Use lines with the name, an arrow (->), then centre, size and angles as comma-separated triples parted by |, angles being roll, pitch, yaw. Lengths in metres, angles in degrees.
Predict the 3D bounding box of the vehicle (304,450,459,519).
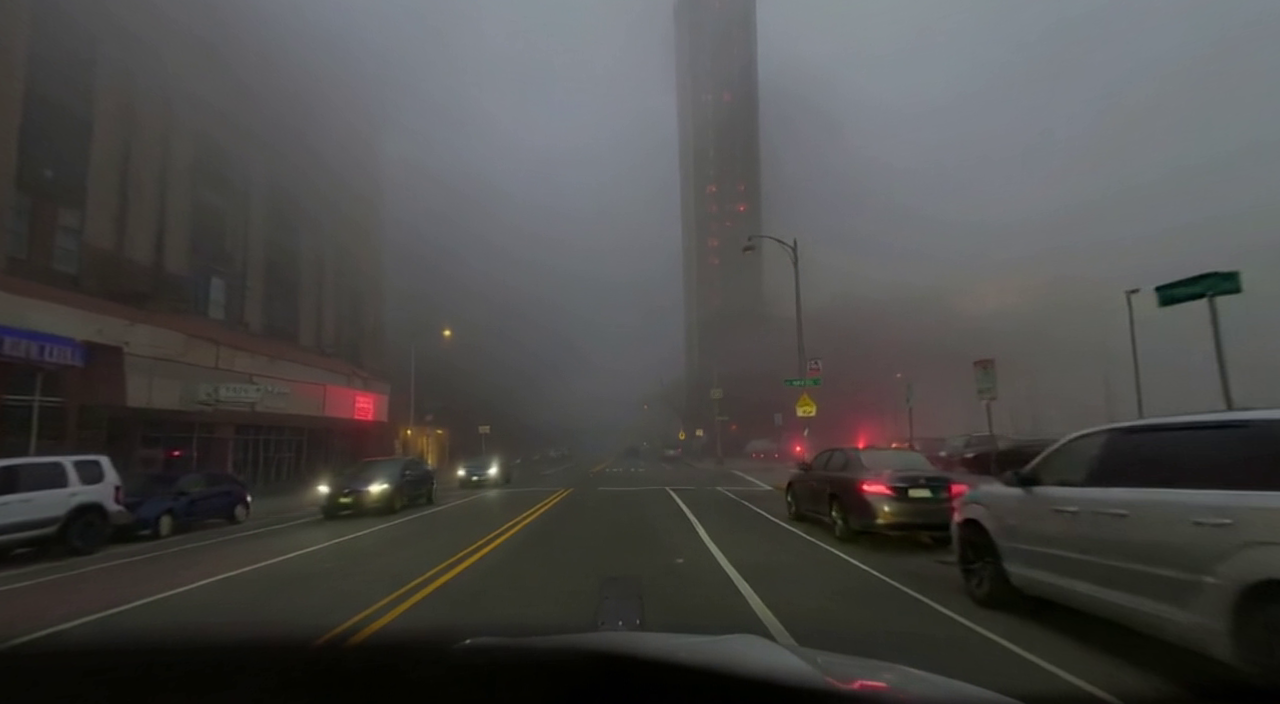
vehicle -> -6.432, 3.315, 16.458 | 1.993, 1.484, 4.812 | 0, -8, 0

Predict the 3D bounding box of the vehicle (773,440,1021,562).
vehicle -> 3.687, 2.192, 10.238 | 1.937, 1.481, 4.760 | 0, -8, -1

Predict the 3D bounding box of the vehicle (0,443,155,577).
vehicle -> -11.166, 2.629, 10.371 | 2.188, 1.951, 5.650 | -2, -6, -3

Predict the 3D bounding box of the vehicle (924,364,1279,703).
vehicle -> 3.832, 1.075, 3.816 | 1.881, 1.751, 4.859 | 0, -8, -1

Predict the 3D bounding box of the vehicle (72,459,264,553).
vehicle -> -11.122, 3.580, 15.265 | 1.812, 1.538, 3.761 | -3, -5, 0

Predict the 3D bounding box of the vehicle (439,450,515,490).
vehicle -> -6.632, 4.833, 26.240 | 1.962, 1.475, 4.580 | 0, -8, 0

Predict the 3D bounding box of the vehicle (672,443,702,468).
vehicle -> 3.531, 7.904, 48.531 | 2.118, 1.779, 5.121 | -1, -8, 2
